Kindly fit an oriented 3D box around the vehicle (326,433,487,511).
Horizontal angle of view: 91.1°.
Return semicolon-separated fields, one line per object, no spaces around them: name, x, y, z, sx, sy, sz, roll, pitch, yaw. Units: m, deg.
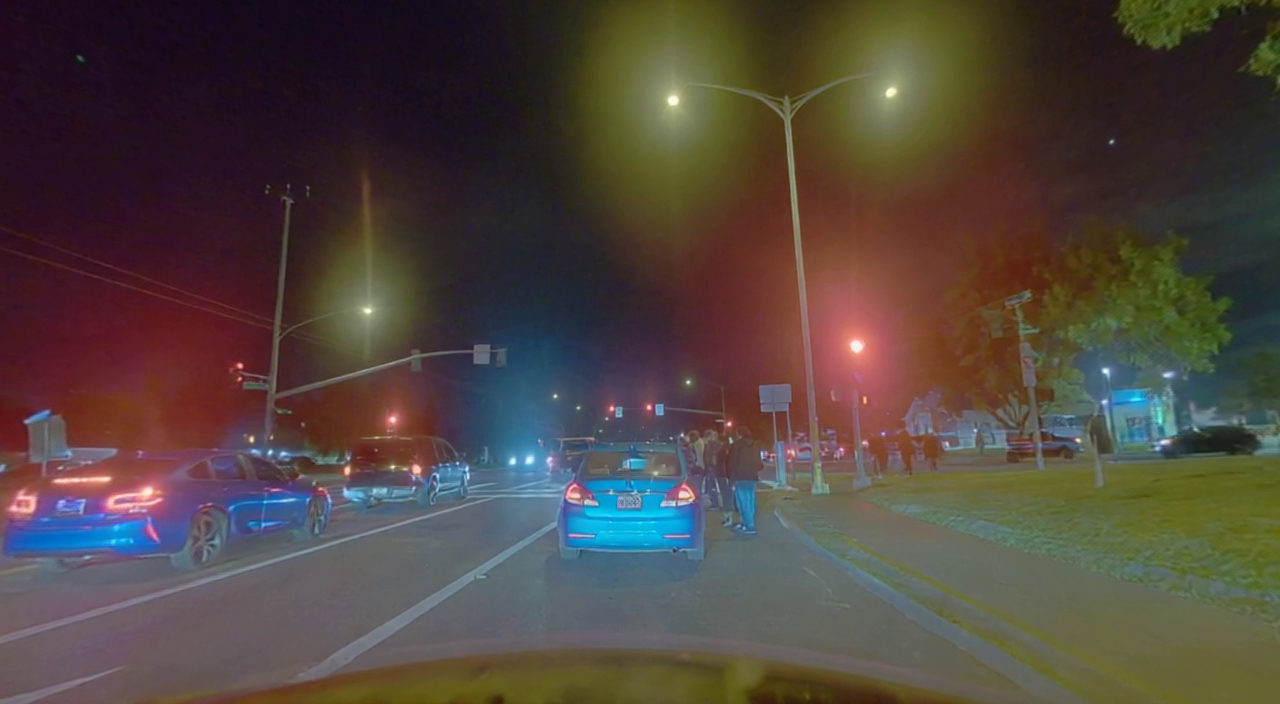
vehicle;-6.154;3.219;17.464;2.230;1.811;5.183;-1;-9;3

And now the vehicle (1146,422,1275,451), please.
vehicle;30.517;4.602;33.806;4.739;1.472;1.804;-5;-10;30

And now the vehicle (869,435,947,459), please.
vehicle;17.523;6.214;41.142;4.441;1.452;1.798;-5;-10;30

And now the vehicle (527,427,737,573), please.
vehicle;-0.053;1.858;8.678;2.182;1.501;4.150;0;-9;1

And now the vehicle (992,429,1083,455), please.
vehicle;23.814;5.437;37.753;4.454;1.440;1.816;-5;-10;30

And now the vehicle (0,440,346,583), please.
vehicle;-6.327;2.064;9.036;1.948;1.530;4.283;0;-9;3
